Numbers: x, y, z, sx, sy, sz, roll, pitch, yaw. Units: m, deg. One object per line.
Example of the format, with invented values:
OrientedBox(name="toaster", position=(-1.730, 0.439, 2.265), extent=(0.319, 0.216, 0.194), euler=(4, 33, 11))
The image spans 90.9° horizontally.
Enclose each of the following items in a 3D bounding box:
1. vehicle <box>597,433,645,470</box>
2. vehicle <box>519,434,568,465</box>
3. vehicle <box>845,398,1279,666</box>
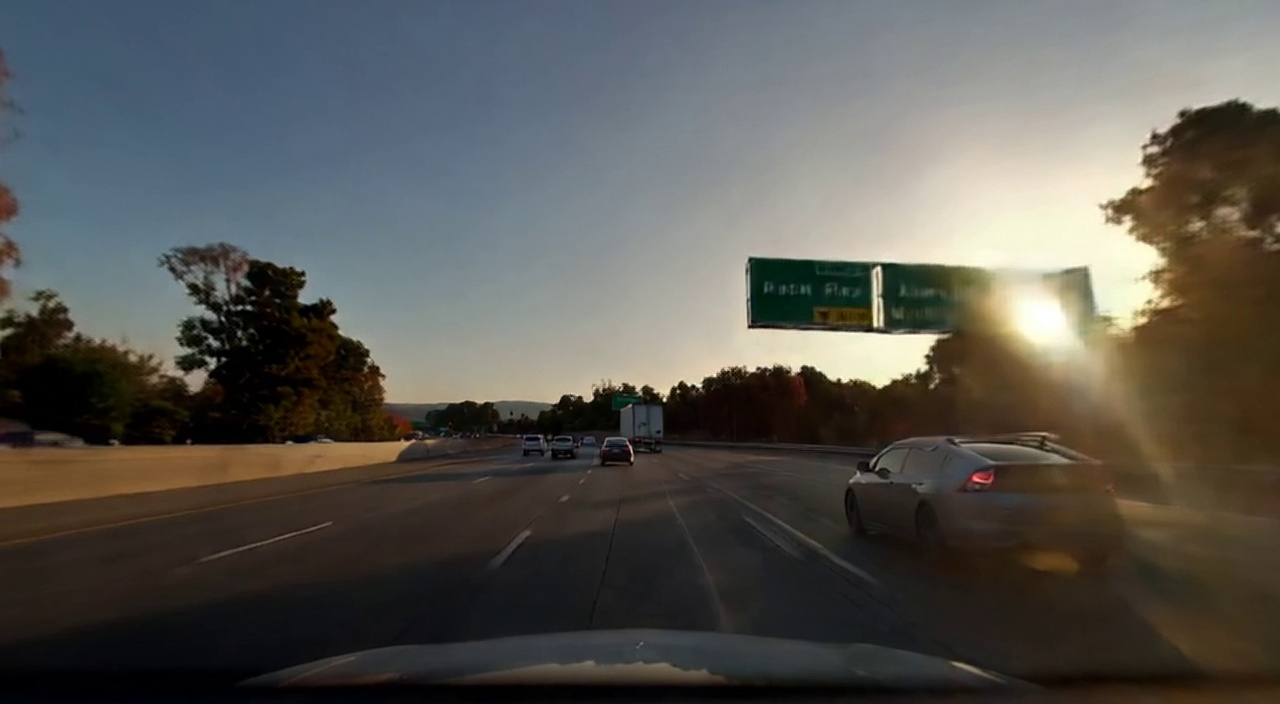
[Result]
OrientedBox(name="vehicle", position=(-0.849, 4.436, 28.177), extent=(2.020, 1.516, 3.951), euler=(0, -8, -2))
OrientedBox(name="vehicle", position=(-5.061, 5.175, 33.682), extent=(2.072, 1.512, 4.043), euler=(0, -8, -2))
OrientedBox(name="vehicle", position=(3.582, 1.317, 5.718), extent=(1.971, 1.472, 4.301), euler=(0, -8, 0))
